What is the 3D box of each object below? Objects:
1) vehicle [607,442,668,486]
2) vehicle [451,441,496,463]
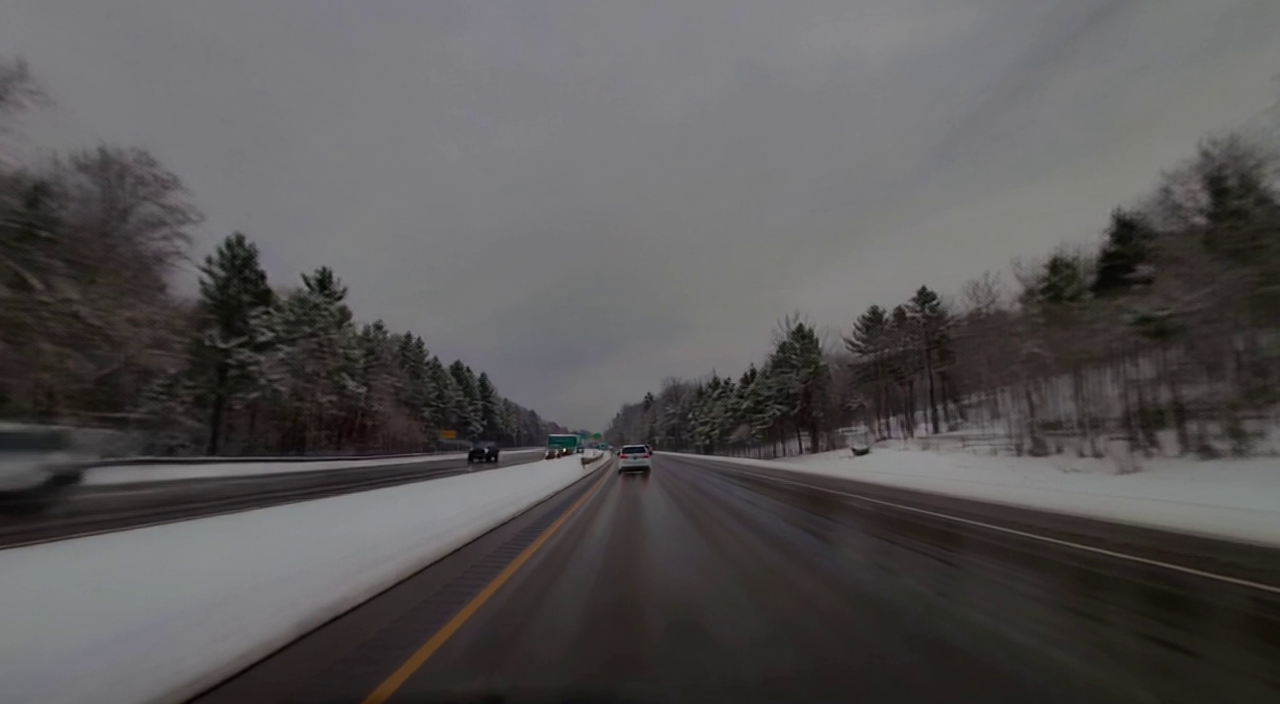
[{"bbox_3d":[-0.122,4.242,24.178,2.114,1.523,4.012,0,-9,-1],"label":"vehicle"},{"bbox_3d":[-13.069,7.866,49.731,2.255,1.646,4.543,0,-9,0],"label":"vehicle"}]
